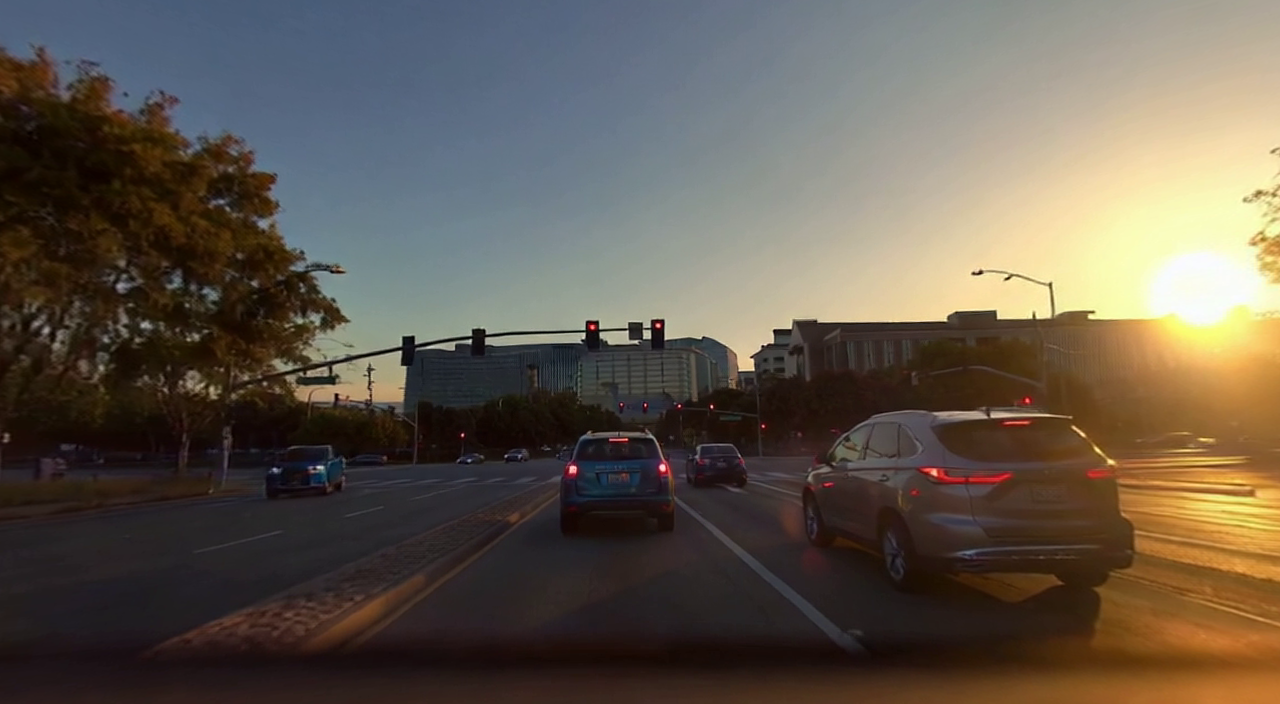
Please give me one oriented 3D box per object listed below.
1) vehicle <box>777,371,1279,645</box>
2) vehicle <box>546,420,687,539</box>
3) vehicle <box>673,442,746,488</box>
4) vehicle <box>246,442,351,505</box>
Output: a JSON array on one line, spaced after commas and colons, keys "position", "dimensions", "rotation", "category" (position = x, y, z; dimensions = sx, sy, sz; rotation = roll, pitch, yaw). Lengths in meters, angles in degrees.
[{"position": [3.083, 1.344, 6.454], "dimensions": [2.228, 1.798, 4.370], "rotation": [0, -8, -2], "category": "vehicle"}, {"position": [-0.386, 2.156, 11.300], "dimensions": [2.039, 1.698, 4.144], "rotation": [0, -8, -1], "category": "vehicle"}, {"position": [2.358, 3.967, 22.551], "dimensions": [1.900, 1.459, 4.260], "rotation": [0, -8, -3], "category": "vehicle"}, {"position": [-12.027, 4.237, 22.667], "dimensions": [2.354, 1.949, 4.905], "rotation": [2, -9, -18], "category": "vehicle"}]
